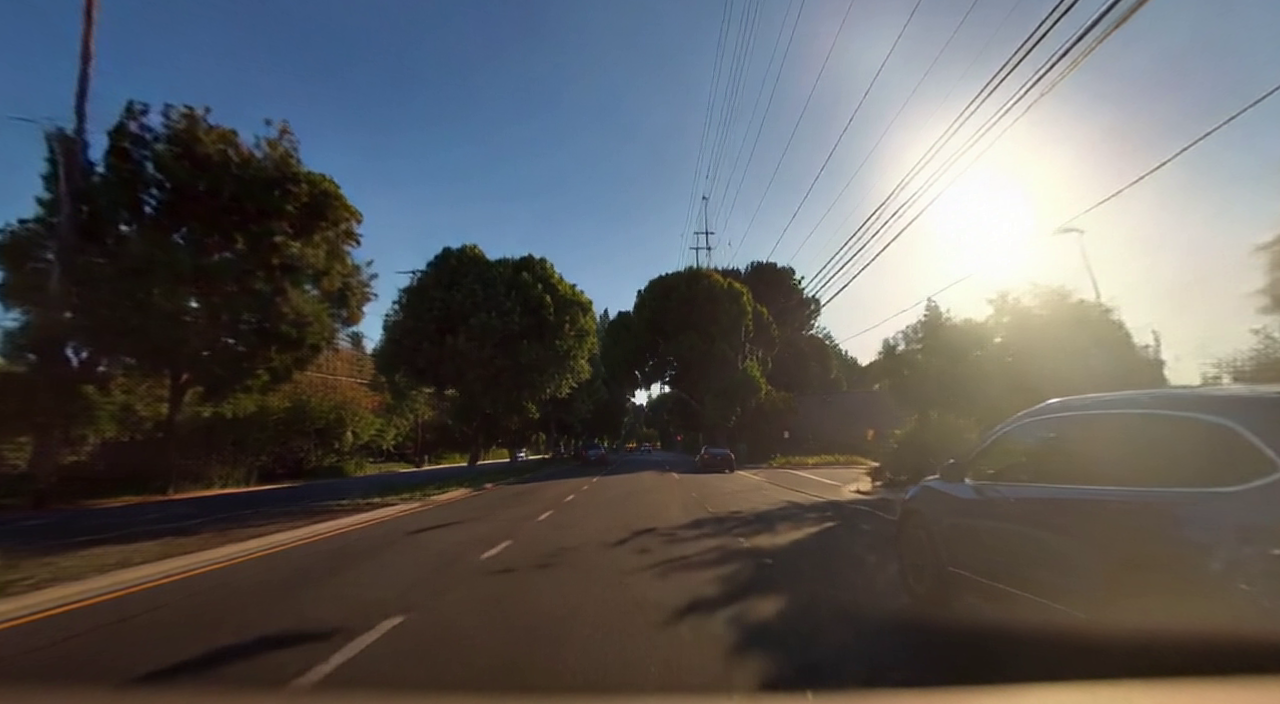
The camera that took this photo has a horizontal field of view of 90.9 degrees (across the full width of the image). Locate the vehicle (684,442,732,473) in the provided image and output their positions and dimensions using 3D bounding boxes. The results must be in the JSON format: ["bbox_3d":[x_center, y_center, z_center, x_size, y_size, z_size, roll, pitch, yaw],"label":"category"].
[{"bbox_3d":[3.361,5.305,31.927,1.906,1.468,4.422,0,-8,-1],"label":"vehicle"}]

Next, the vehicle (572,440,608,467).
[{"bbox_3d":[-3.335,6.860,42.935,2.066,1.725,4.241,0,-8,1],"label":"vehicle"}]

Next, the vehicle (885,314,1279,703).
[{"bbox_3d":[3.343,0.940,3.498,2.182,1.744,4.464,0,-8,1],"label":"vehicle"}]
